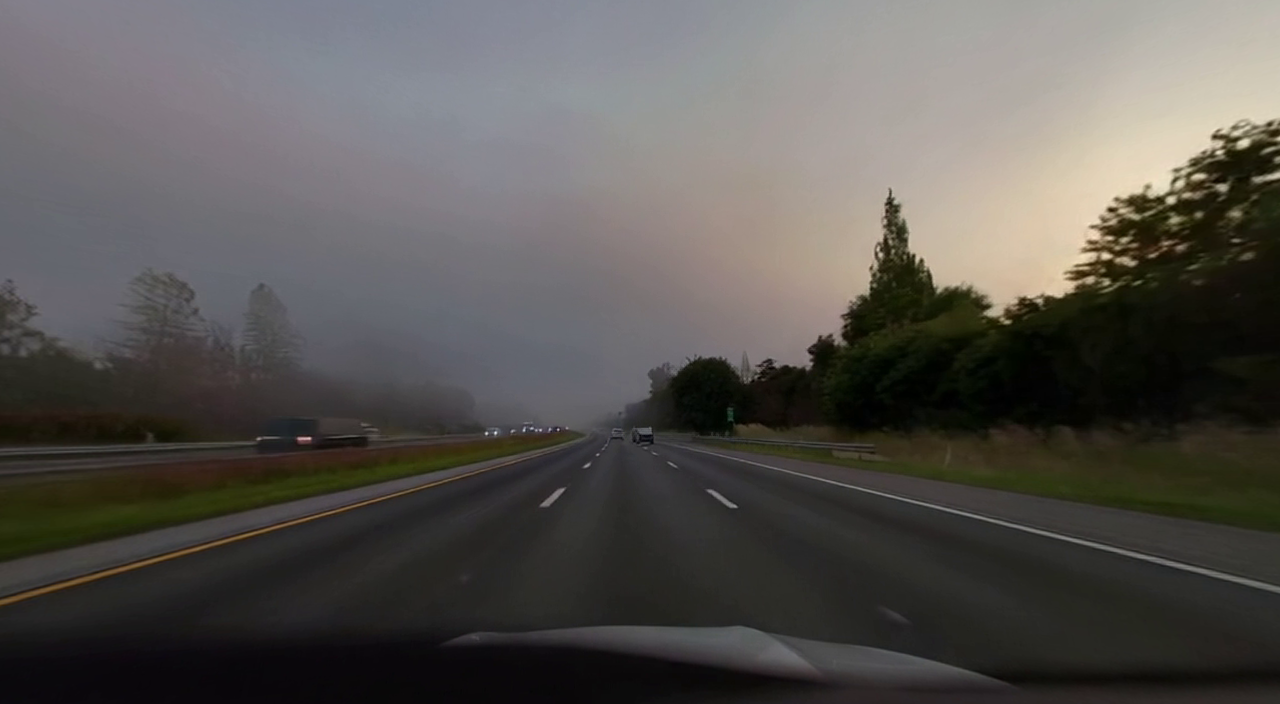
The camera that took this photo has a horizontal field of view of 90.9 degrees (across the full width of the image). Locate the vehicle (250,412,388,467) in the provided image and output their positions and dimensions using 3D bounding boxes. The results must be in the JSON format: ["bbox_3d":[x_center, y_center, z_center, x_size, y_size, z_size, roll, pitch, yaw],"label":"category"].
[{"bbox_3d":[-12.529,3.499,25.278,2.572,1.914,5.882,0,-8,-2],"label":"vehicle"}]
